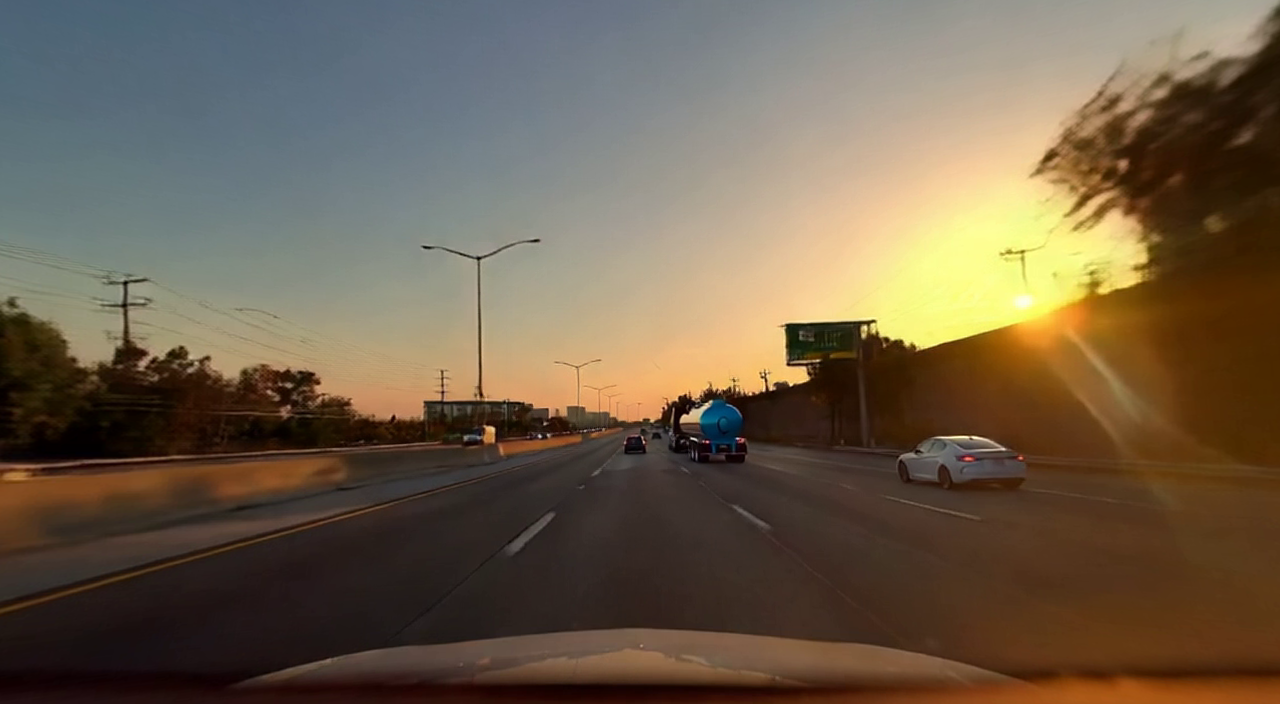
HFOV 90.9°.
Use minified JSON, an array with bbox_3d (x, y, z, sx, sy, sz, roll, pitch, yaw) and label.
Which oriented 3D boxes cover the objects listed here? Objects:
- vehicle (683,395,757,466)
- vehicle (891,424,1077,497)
[{"bbox_3d":[3.863,4.121,32.485,2.791,3.179,8.074,-1,-8,0],"label":"vehicle"},{"bbox_3d":[7.949,2.551,15.219,1.905,1.480,4.624,0,-8,0],"label":"vehicle"}]
